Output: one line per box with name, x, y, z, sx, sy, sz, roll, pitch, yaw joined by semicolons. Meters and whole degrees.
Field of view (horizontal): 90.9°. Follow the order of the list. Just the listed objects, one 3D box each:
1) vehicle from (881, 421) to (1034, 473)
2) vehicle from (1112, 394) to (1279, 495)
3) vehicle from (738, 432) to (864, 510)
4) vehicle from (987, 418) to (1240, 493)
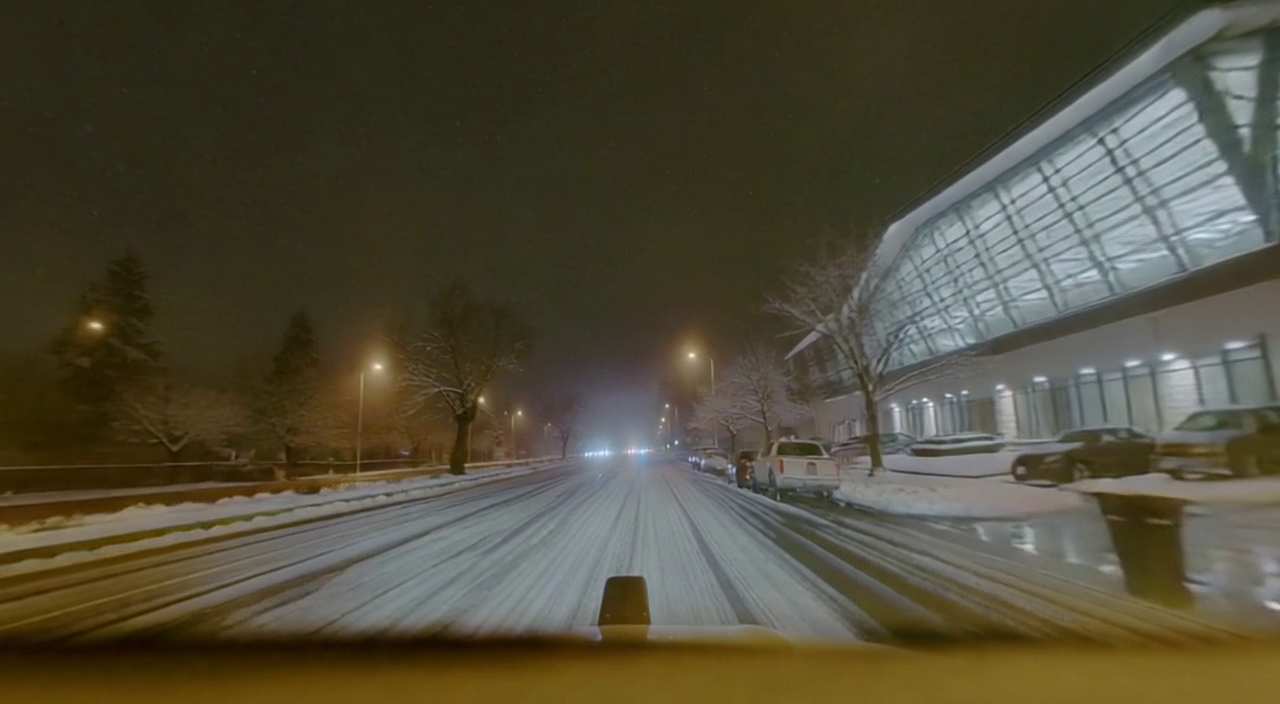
vehicle;12.173;3.708;24.495;4.778;1.520;2.020;-6;-9;7
vehicle;12.417;1.777;12.761;4.067;1.732;1.983;-3;-8;-5
vehicle;4.126;3.148;17.201;2.078;1.771;5.174;0;-8;0
vehicle;11.490;2.530;15.511;4.746;1.332;1.793;-4;-9;-2
